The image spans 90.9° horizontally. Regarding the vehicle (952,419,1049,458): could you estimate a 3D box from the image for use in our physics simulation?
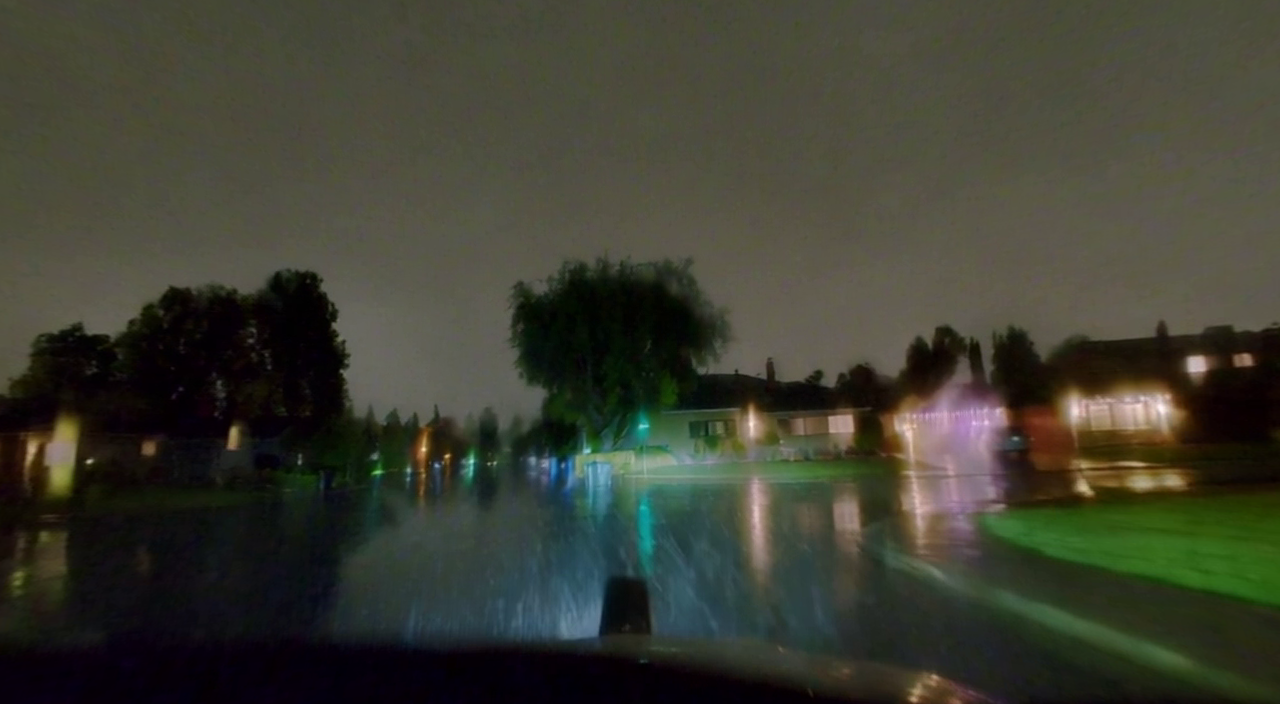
[{"bbox_3d":[18.390,4.497,32.449,1.992,1.813,5.079,0,-9,0],"label":"vehicle"}]
